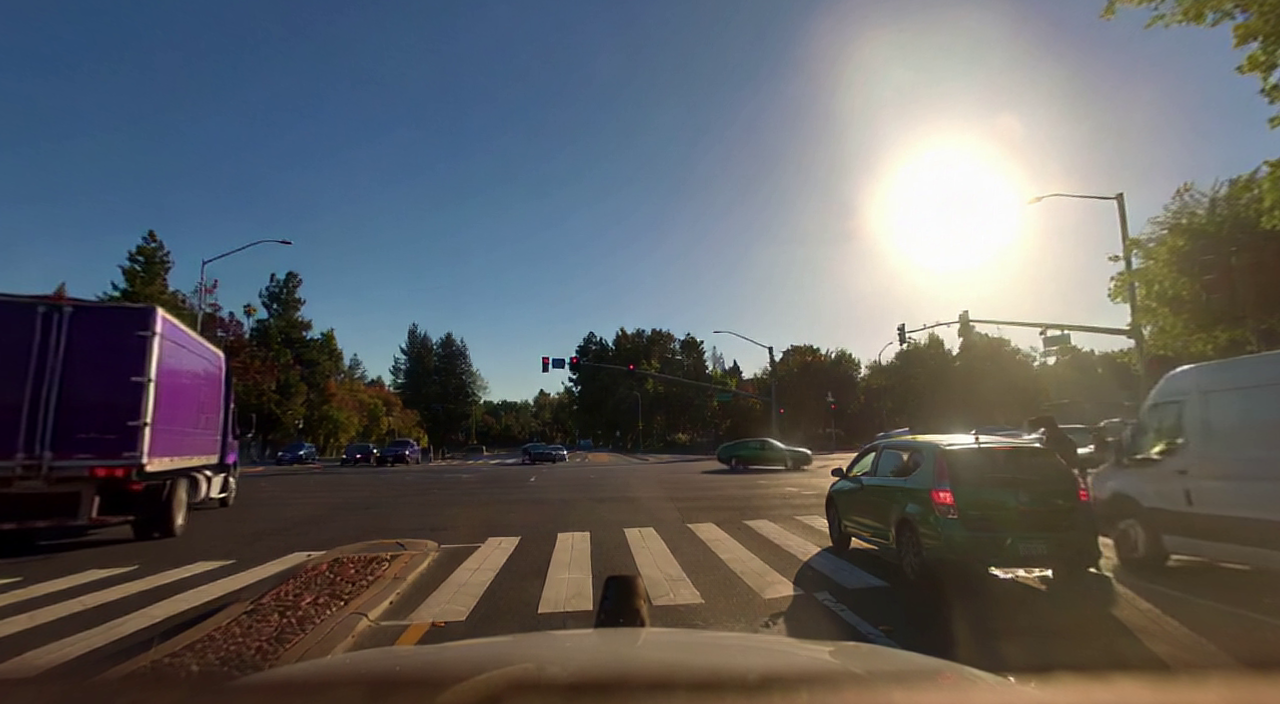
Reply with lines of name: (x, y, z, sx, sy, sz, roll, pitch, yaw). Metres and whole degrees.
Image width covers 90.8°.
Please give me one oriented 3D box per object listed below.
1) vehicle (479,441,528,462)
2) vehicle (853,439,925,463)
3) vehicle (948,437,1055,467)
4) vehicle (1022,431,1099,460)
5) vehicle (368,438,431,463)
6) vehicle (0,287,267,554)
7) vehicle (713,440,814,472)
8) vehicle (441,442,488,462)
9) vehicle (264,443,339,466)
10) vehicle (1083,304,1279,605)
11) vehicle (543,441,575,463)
vehicle: (-10.160, 7.465, 47.382, 2.097, 1.484, 4.596, -1, -9, 8)
vehicle: (17.244, 6.838, 43.733, 4.524, 1.560, 2.052, 4, -10, -28)
vehicle: (19.067, 5.254, 33.341, 4.911, 1.504, 2.109, 3, -9, -20)
vehicle: (28.290, 6.290, 42.490, 4.662, 1.840, 2.055, 4, -10, -26)
vehicle: (-17.399, 7.153, 45.984, 2.189, 1.753, 4.785, -1, -9, 8)
vehicle: (-8.972, 1.216, 10.853, 3.112, 3.230, 6.726, 3, -8, -20)
vehicle: (5.970, 4.998, 30.518, 4.487, 1.415, 1.911, -3, -9, 20)
vehicle: (-13.199, 7.592, 47.843, 1.845, 1.426, 4.289, -1, -9, 8)
vehicle: (-21.843, 6.639, 40.973, 1.859, 1.415, 4.591, -1, -9, 8)
vehicle: (6.586, 0.784, 4.828, 2.332, 2.511, 5.326, 0, -9, -2)
vehicle: (-5.662, 7.001, 44.301, 2.086, 1.487, 4.846, 1, -9, -7)
